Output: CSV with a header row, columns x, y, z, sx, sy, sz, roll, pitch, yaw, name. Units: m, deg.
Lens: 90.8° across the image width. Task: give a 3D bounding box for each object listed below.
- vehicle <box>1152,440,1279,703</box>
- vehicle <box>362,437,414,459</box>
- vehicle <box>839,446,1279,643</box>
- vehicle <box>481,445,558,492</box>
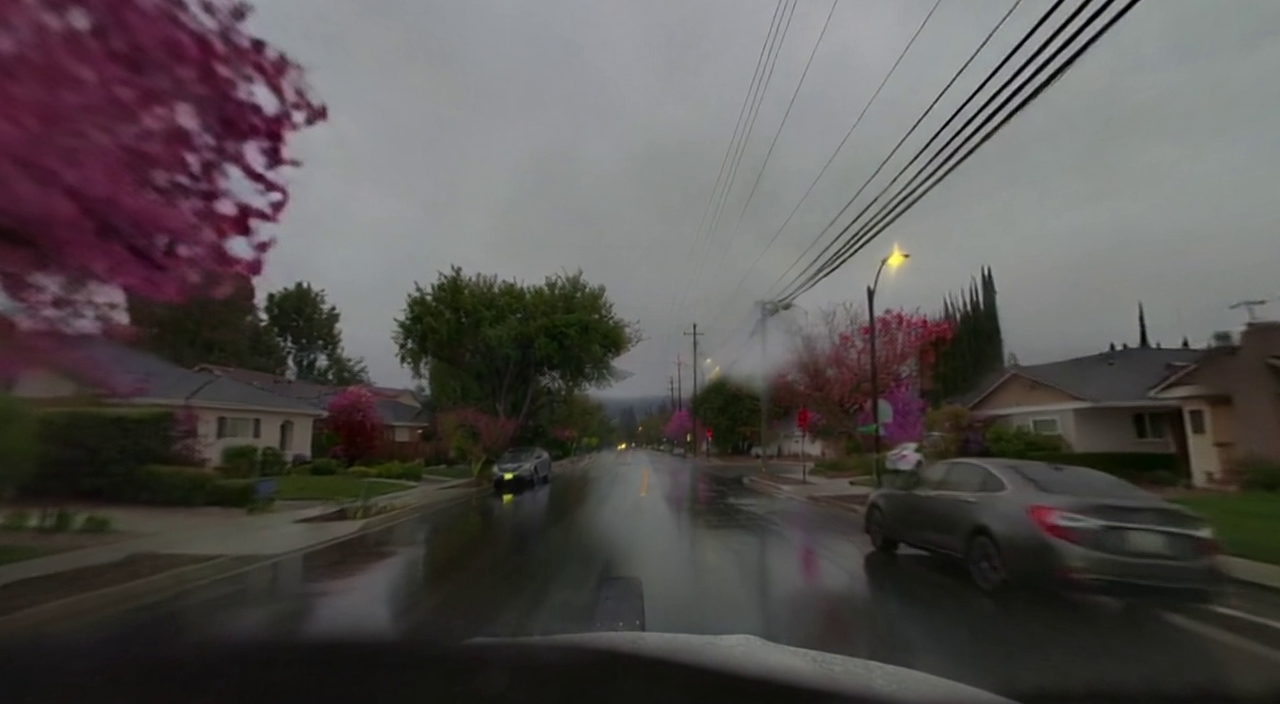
x,y,z,sx,sy,sz,roll,pitch,yaw,name
4.204,0.931,1.418,2.006,1.489,4.753,0,-8,-2,vehicle
-18.412,6.984,46.028,1.870,1.492,4.472,8,-12,-43,vehicle
4.270,1.847,7.403,2.074,1.466,5.046,0,-9,-2,vehicle
-4.406,4.307,23.762,1.938,1.508,4.481,0,-7,1,vehicle
